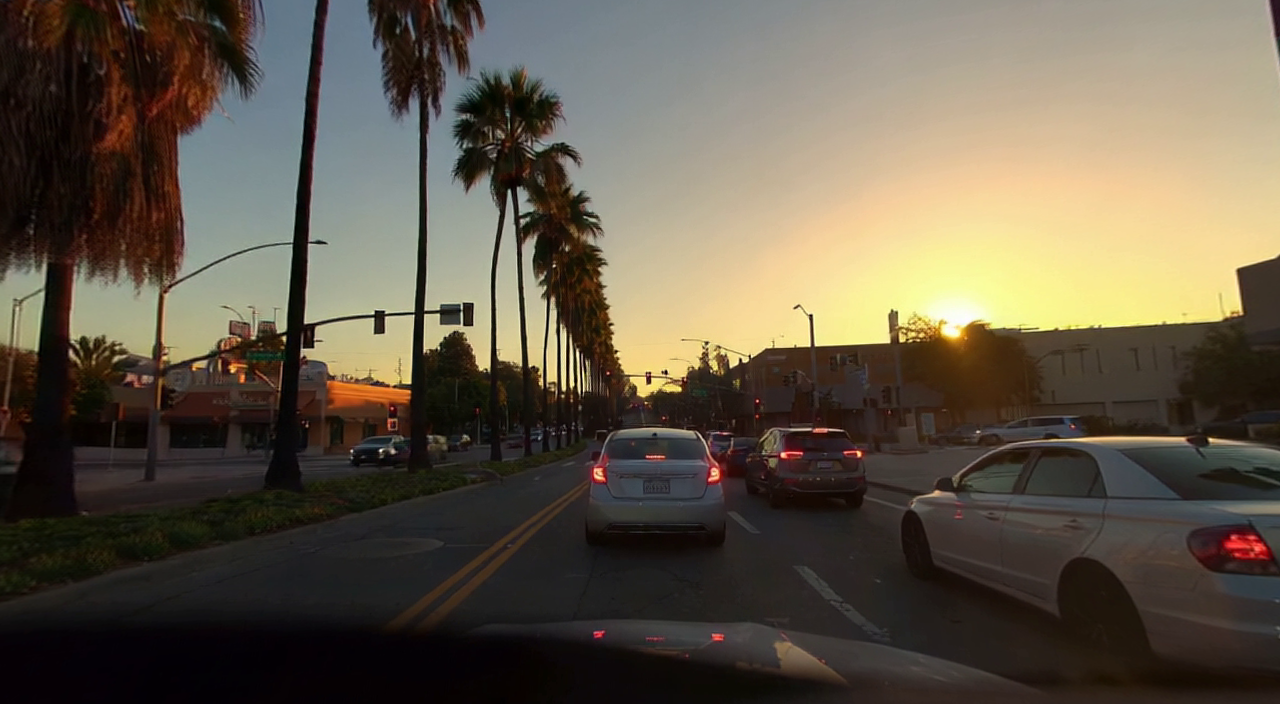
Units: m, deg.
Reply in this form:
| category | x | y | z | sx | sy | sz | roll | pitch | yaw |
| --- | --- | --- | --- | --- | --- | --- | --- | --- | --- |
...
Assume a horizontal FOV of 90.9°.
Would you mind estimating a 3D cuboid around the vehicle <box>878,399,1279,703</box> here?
| category | x | y | z | sx | sy | sz | roll | pitch | yaw |
| --- | --- | --- | --- | --- | --- | --- | --- | --- | --- |
| vehicle | 3.540 | 1.226 | 4.476 | 1.910 | 1.490 | 4.661 | 0 | -8 | 1 |

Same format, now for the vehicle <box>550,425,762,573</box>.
| category | x | y | z | sx | sy | sz | roll | pitch | yaw |
| --- | --- | --- | --- | --- | --- | --- | --- | --- | --- |
| vehicle | 0.172 | 1.788 | 8.455 | 2.140 | 1.474 | 4.026 | 0 | -8 | 0 |

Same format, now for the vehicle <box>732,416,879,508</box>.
| category | x | y | z | sx | sy | sz | roll | pitch | yaw |
| --- | --- | --- | --- | --- | --- | --- | --- | --- | --- |
| vehicle | 3.492 | 2.425 | 14.305 | 2.169 | 1.751 | 4.276 | 0 | -8 | 0 |

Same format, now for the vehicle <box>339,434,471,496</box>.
| category | x | y | z | sx | sy | sz | roll | pitch | yaw |
| --- | --- | --- | --- | --- | --- | --- | --- | --- | --- |
| vehicle | -6.250 | 3.053 | 17.368 | 1.900 | 1.487 | 4.165 | 0 | -8 | 2 |

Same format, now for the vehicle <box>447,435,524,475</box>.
| category | x | y | z | sx | sy | sz | roll | pitch | yaw |
| --- | --- | --- | --- | --- | --- | --- | --- | --- | --- |
| vehicle | -6.048 | 4.093 | 25.224 | 1.822 | 1.456 | 4.396 | -1 | -8 | 2 |
